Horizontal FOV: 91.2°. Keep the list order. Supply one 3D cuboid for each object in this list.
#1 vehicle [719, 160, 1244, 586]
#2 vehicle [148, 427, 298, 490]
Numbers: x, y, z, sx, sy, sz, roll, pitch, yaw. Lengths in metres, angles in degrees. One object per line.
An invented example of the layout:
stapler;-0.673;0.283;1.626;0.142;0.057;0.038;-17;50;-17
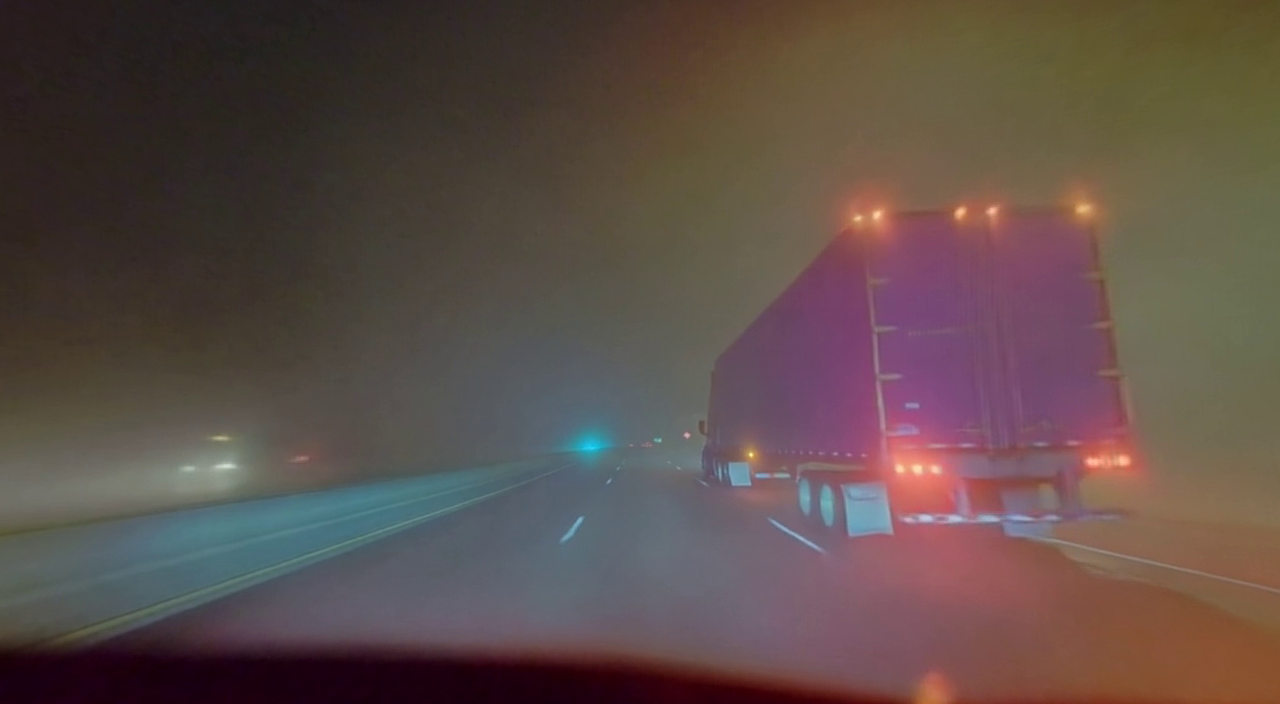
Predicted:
vehicle;4.035;1.148;13.090;2.933;4.100;14.317;0;-8;0
vehicle;-18.945;4.878;29.108;2.353;2.561;6.586;0;-8;0
